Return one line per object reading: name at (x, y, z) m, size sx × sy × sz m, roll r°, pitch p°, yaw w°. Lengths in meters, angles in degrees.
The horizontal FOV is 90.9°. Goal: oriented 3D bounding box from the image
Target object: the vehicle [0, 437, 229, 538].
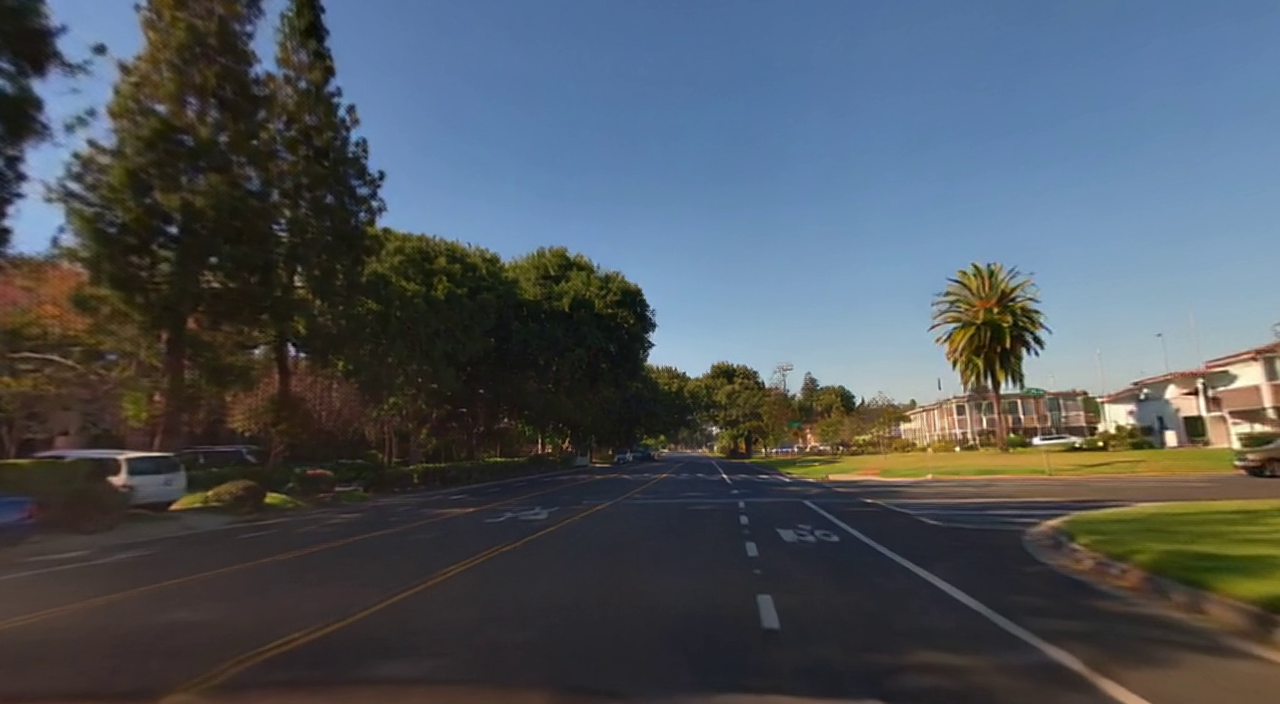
vehicle at (-11.973, 2.955, 13.829) m, size 4.601 × 1.730 × 2.035 m, roll -6°, pitch -9°, yaw 2°
